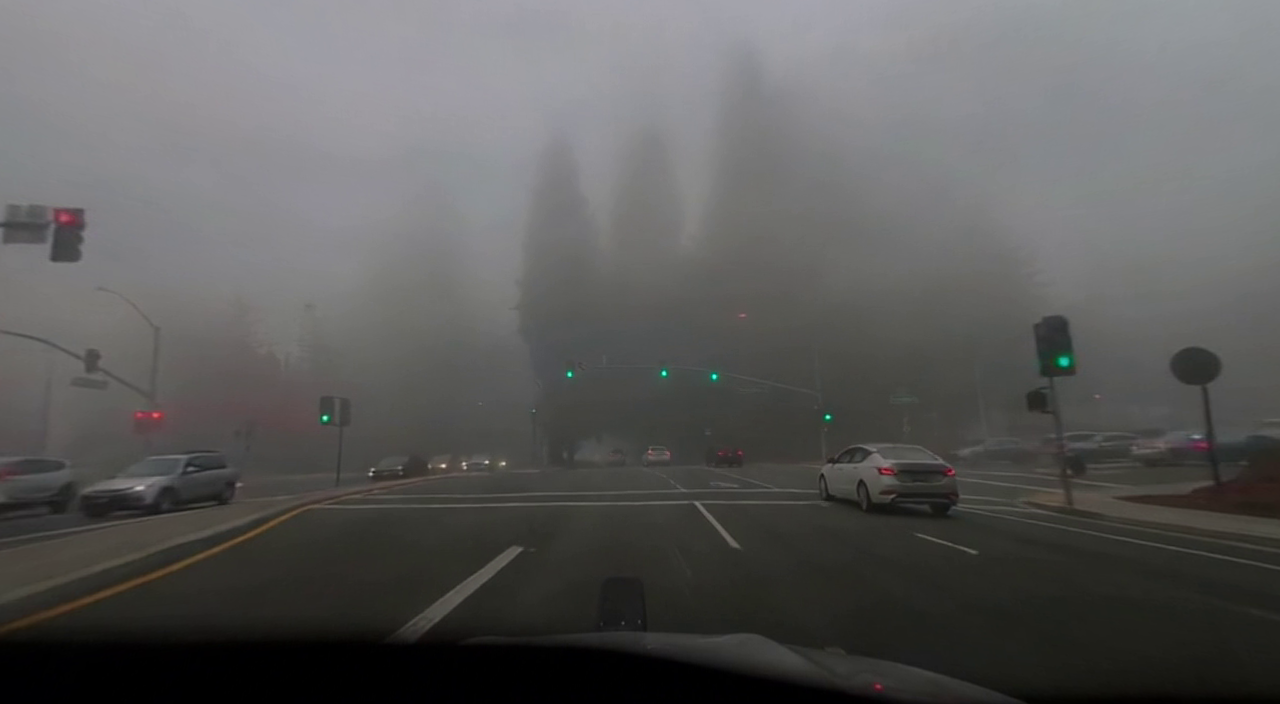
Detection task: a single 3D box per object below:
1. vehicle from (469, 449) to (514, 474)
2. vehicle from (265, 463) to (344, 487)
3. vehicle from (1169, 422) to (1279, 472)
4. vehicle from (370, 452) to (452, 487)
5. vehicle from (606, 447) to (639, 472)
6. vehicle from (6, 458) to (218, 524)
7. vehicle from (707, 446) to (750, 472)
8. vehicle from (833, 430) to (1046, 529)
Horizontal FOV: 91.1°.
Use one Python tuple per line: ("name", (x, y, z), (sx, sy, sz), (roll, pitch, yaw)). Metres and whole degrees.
("vehicle", (-10.545, 7.774, 44.825), (2.022, 1.673, 4.393), (0, -9, 1))
("vehicle", (-23.781, 8.722, 44.700), (1.904, 1.497, 4.685), (-4, -9, 22))
("vehicle", (20.638, 3.114, 20.614), (4.589, 1.563, 2.055), (0, -9, 1))
("vehicle", (-10.788, 5.527, 29.969), (1.986, 1.505, 4.693), (0, -9, 2))
("vehicle", (-1.128, 6.860, 40.238), (2.026, 1.453, 3.780), (0, -9, -2))
("vehicle", (-14.589, 3.828, 17.823), (1.812, 1.508, 4.735), (0, -9, 2))
("vehicle", (5.475, 6.647, 39.254), (1.924, 1.527, 4.268), (0, -9, -2))
("vehicle", (5.675, 2.458, 12.719), (2.056, 1.624, 4.498), (0, -9, 0))
